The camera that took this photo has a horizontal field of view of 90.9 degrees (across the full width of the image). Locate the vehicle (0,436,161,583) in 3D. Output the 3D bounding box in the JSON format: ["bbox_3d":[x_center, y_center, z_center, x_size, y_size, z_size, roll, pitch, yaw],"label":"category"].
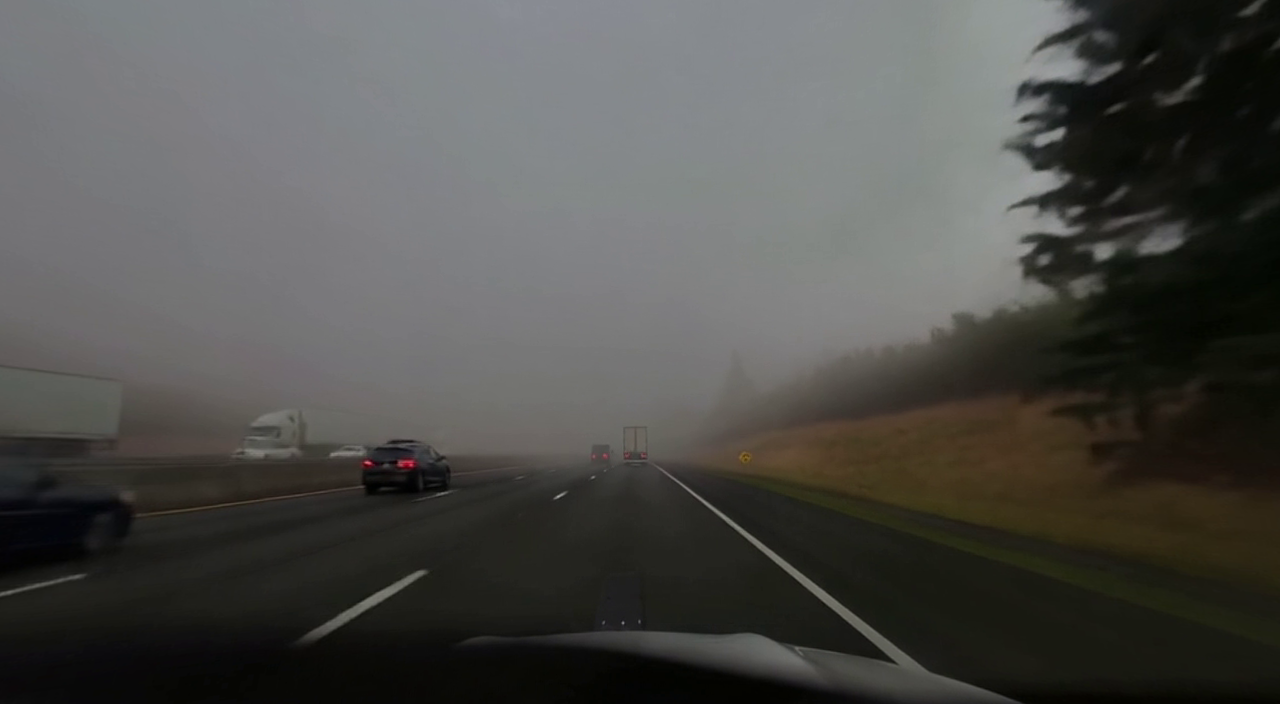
[{"bbox_3d":[-7.313,1.536,6.051,1.895,1.446,4.456,0,-9,0],"label":"vehicle"}]

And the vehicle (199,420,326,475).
[{"bbox_3d":[-19.444,4.994,33.026,2.599,2.572,6.600,0,-9,0],"label":"vehicle"}]

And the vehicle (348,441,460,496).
[{"bbox_3d":[-7.714,3.838,21.150,2.004,1.629,4.506,0,-9,0],"label":"vehicle"}]

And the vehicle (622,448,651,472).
[{"bbox_3d":[-0.287,7.795,45.665,2.009,1.657,3.962,0,-9,-1],"label":"vehicle"}]

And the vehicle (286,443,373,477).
[{"bbox_3d":[-14.767,5.153,30.295,1.817,1.508,4.734,0,-9,-1],"label":"vehicle"}]

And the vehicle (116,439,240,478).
[{"bbox_3d":[-19.263,4.458,26.554,1.989,1.505,4.352,0,-9,-1],"label":"vehicle"}]

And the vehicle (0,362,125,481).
[{"bbox_3d":[-23.686,2.120,20.007,2.846,4.080,14.228,0,-9,-1],"label":"vehicle"}]
